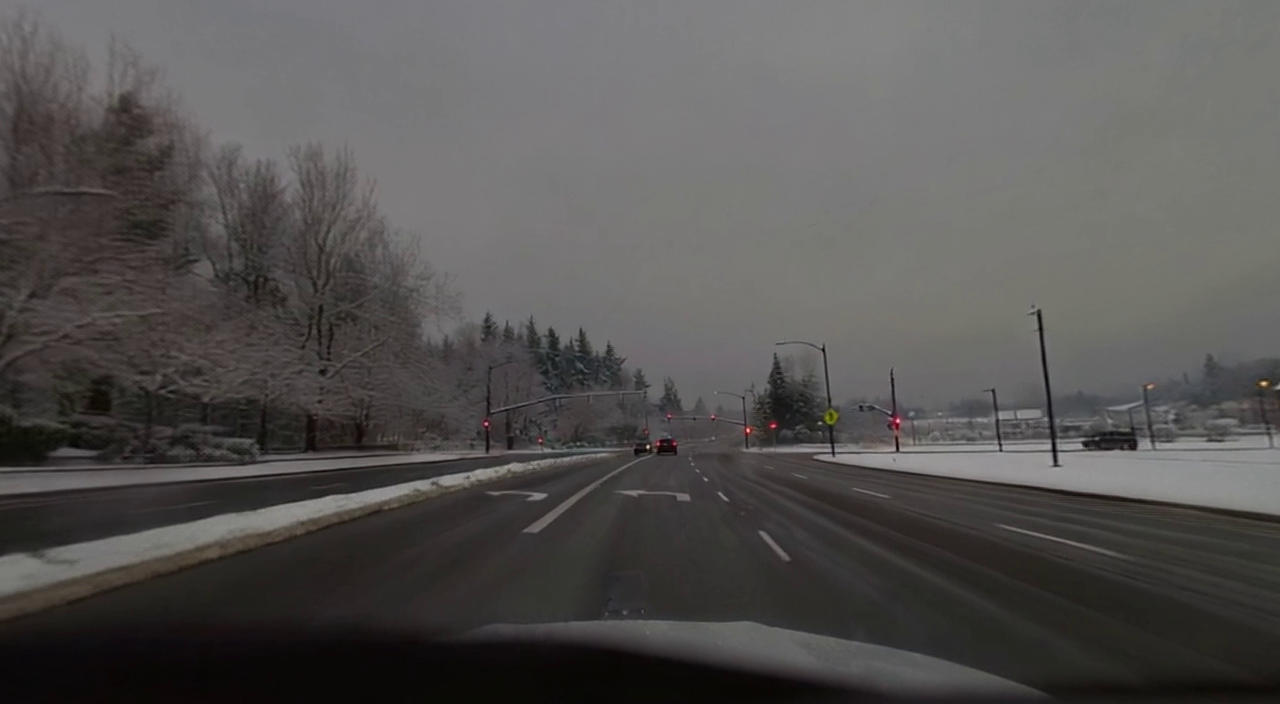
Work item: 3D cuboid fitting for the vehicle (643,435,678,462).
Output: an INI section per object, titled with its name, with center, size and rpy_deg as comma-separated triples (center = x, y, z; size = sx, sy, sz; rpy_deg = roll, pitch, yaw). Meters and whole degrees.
[vehicle]
center = 1.461, 6.612, 43.246
size = 2.298, 1.770, 4.138
rpy_deg = -1, -8, 3
